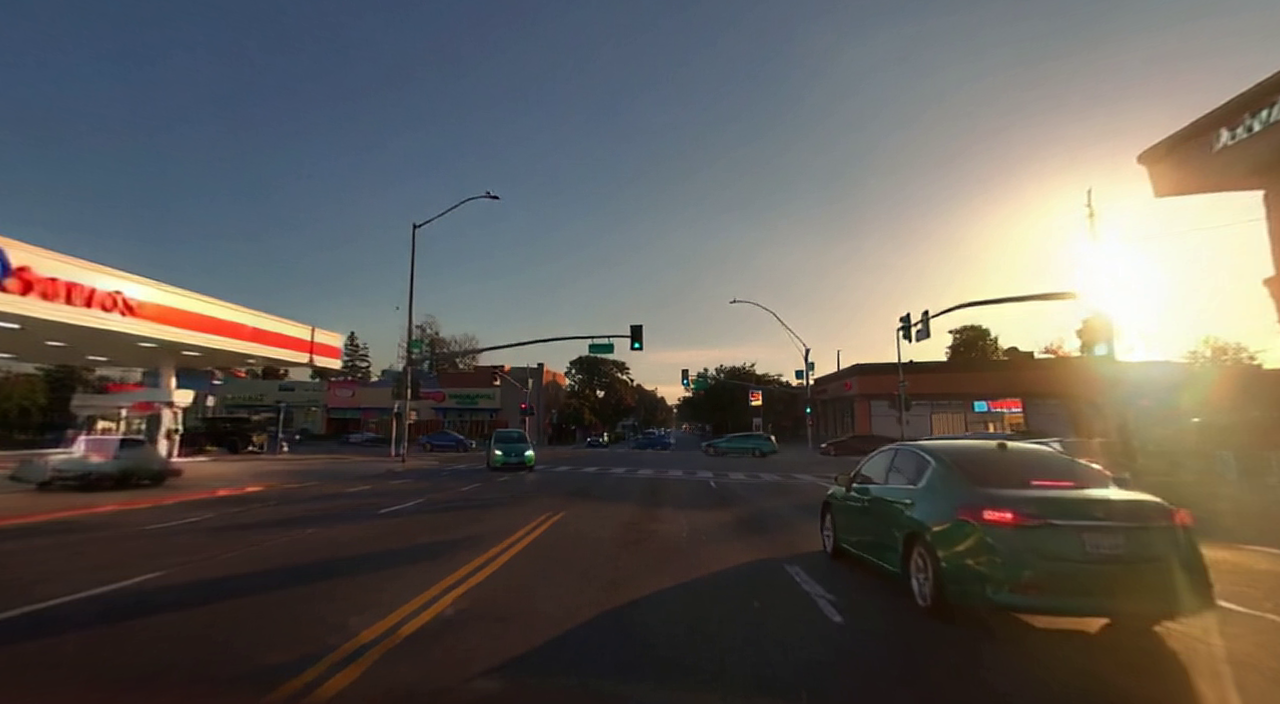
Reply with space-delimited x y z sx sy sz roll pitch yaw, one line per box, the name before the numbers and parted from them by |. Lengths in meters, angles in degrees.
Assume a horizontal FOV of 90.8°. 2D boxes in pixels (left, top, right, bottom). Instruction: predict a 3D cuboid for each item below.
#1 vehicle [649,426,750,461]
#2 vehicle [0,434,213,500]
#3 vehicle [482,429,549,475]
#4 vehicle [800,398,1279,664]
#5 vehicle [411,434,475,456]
vehicle | 3.184 4.994 34.296 5.107 1.775 1.992 -5 -10 31
vehicle | -14.207 2.936 16.541 1.854 1.501 4.561 -7 -11 37
vehicle | -5.216 4.085 26.000 2.196 1.696 4.484 2 -9 -17
vehicle | 3.031 1.366 5.933 1.995 1.525 4.392 -1 -8 2
vehicle | -14.226 6.732 45.507 4.806 1.482 1.862 -6 -10 35
